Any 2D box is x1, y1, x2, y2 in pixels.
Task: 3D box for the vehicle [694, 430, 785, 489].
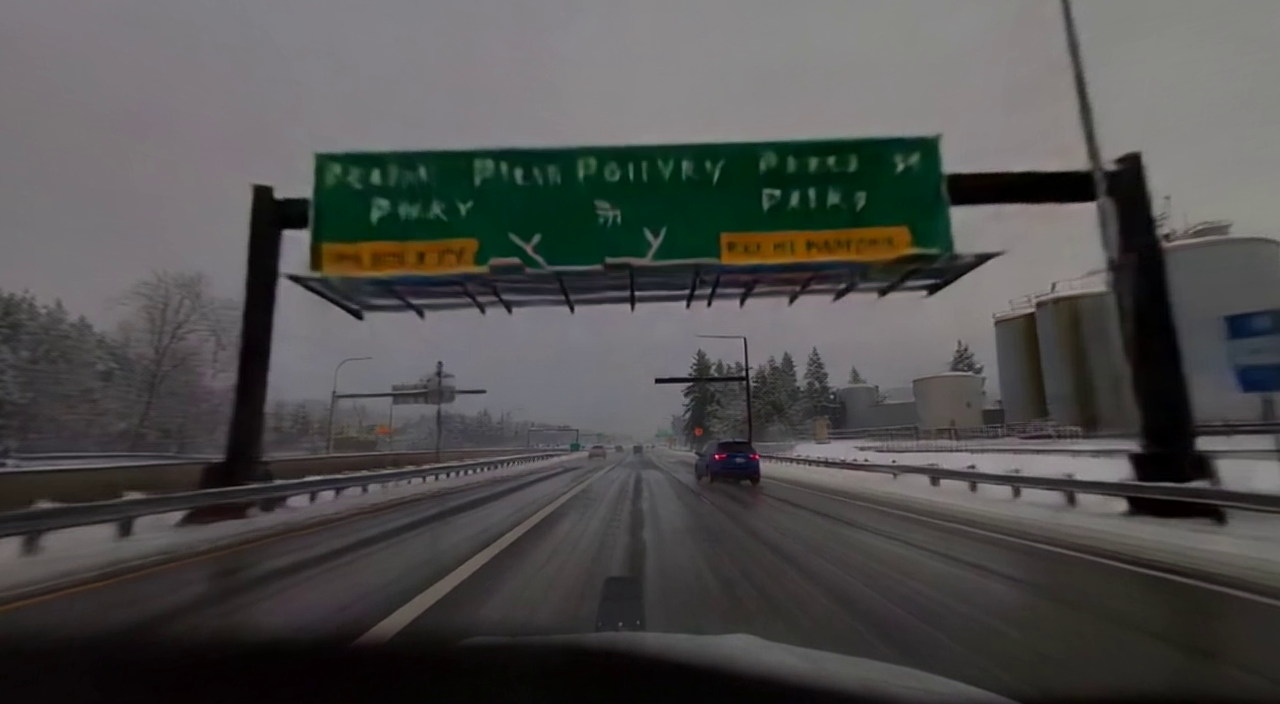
[{"bbox_3d":[3.302,3.712,22.073,2.296,1.790,5.067,0,-9,0],"label":"vehicle"}]
